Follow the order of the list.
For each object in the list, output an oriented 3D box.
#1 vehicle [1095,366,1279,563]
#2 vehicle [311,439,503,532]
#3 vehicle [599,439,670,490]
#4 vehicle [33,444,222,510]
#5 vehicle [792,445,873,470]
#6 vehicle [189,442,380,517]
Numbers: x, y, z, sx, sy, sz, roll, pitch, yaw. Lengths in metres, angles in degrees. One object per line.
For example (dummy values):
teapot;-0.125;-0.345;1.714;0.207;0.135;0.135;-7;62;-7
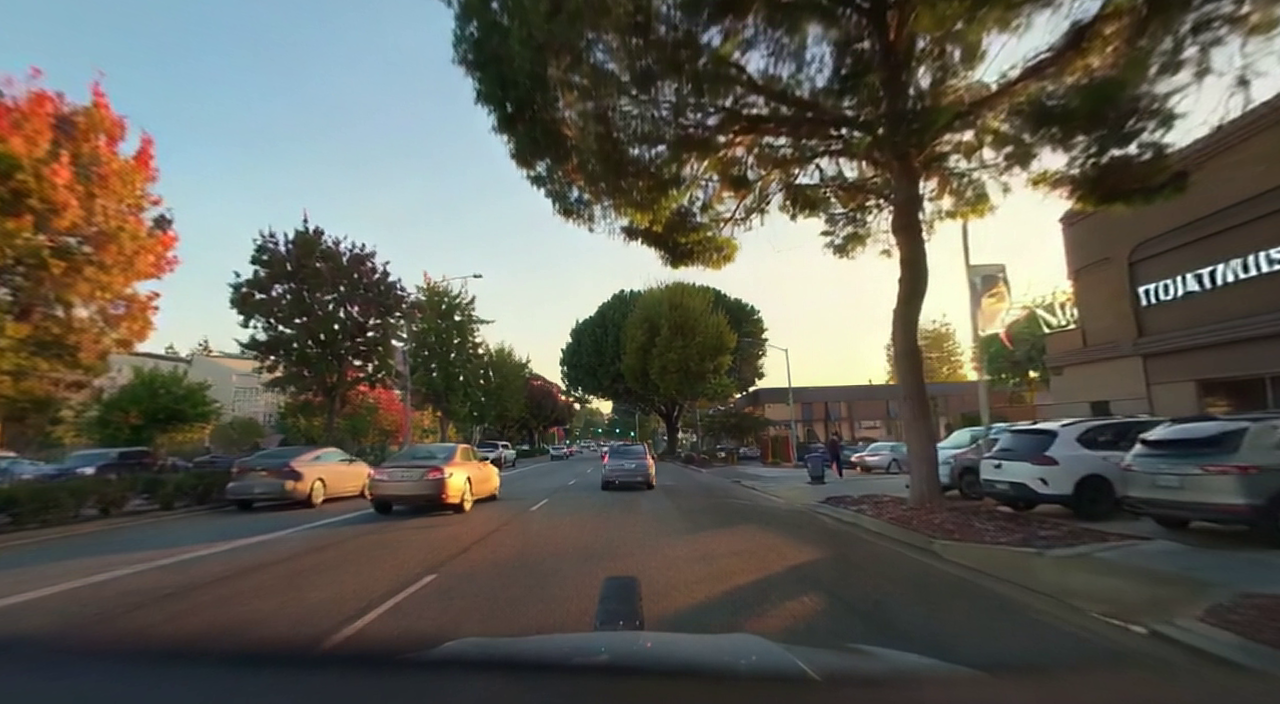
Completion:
vehicle;8.764;1.243;7.033;5.526;1.833;2.354;0;-10;-1
vehicle;-4.226;2.490;12.498;1.973;1.456;4.850;0;-9;0
vehicle;-0.232;3.584;20.418;2.061;1.469;3.954;0;-9;-2
vehicle;-16.488;3.984;20.819;2.090;1.850;5.013;-1;-9;-1
vehicle;13.340;7.324;43.971;4.877;1.603;2.197;0;-9;0
vehicle;-7.939;2.860;14.682;2.009;1.470;4.179;0;-9;0
